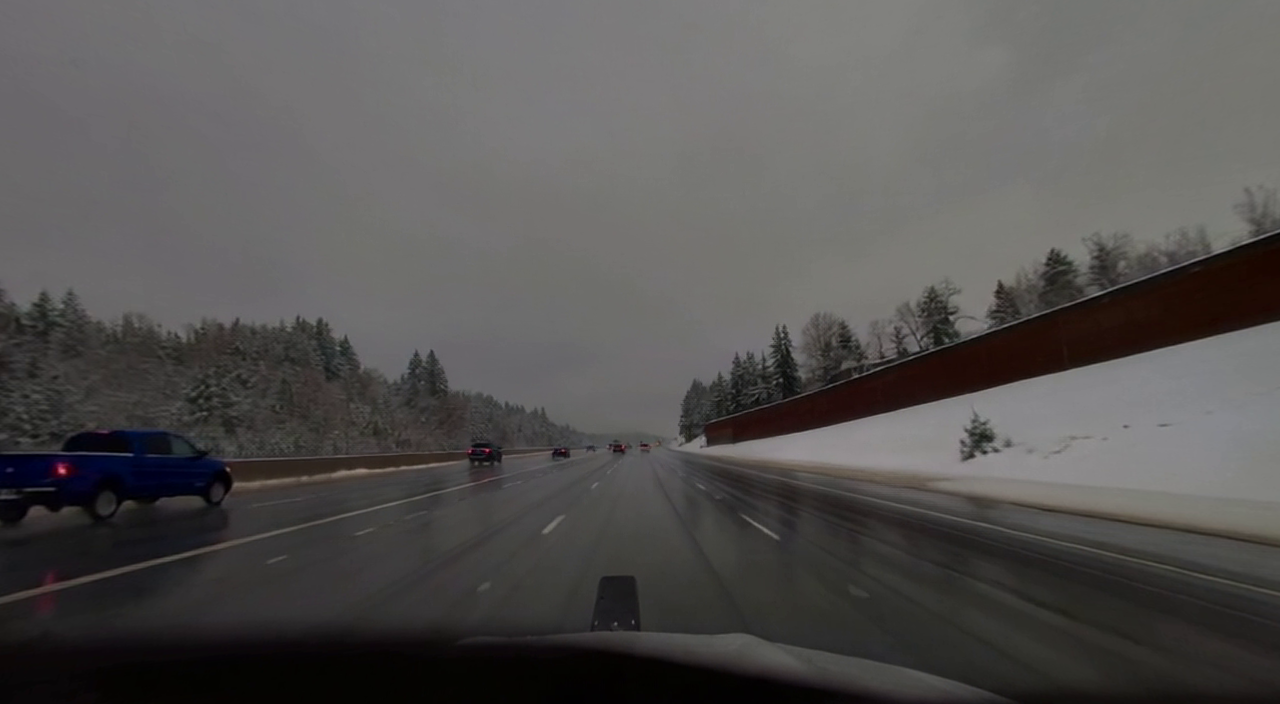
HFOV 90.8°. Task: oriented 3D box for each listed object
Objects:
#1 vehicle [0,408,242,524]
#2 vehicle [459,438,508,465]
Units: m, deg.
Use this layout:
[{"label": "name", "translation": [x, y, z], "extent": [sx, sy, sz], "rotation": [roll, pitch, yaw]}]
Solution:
[{"label": "vehicle", "translation": [-10.662, 2.231, 12.822], "extent": [2.012, 1.875, 4.895], "rotation": [0, -9, -1]}, {"label": "vehicle", "translation": [-10.919, 7.012, 44.485], "extent": [2.195, 1.795, 4.659], "rotation": [0, -9, 1]}]
